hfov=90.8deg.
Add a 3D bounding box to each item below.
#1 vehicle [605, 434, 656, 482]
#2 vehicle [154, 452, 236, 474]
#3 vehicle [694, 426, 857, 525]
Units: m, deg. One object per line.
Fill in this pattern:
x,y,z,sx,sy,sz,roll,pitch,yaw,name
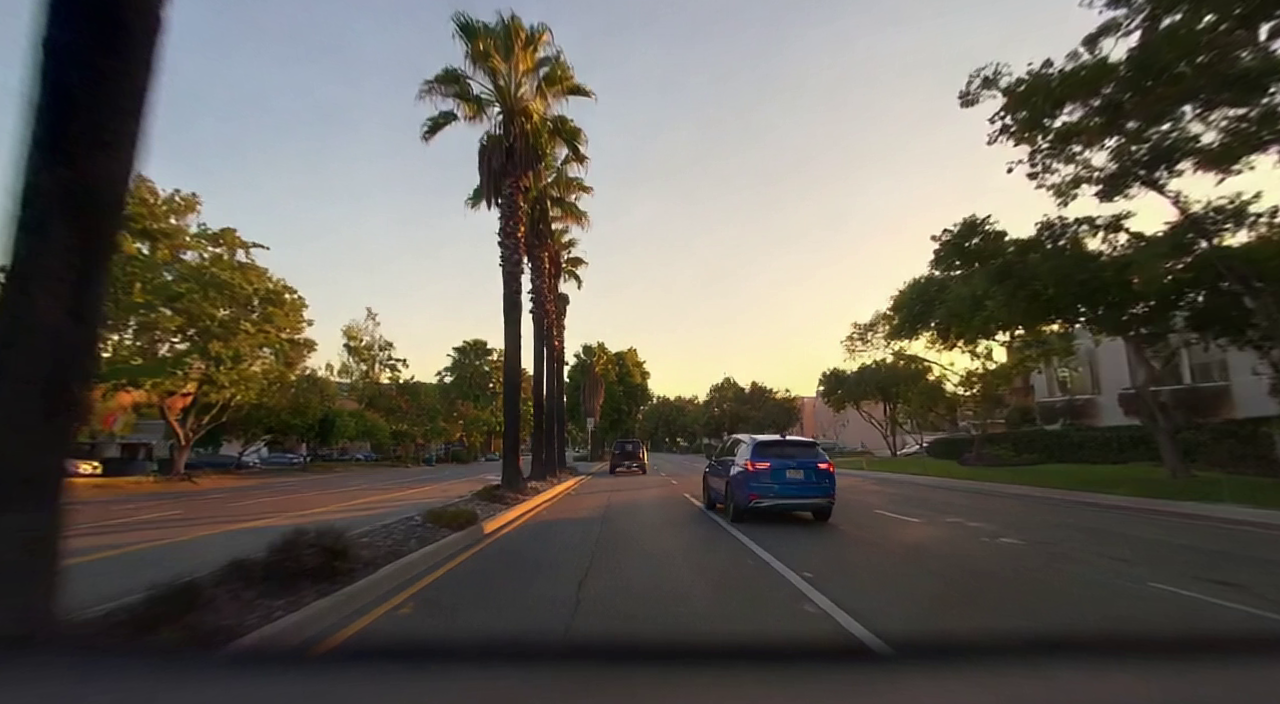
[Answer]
-0.395,4.415,26.615,1.981,1.854,3.983,0,-8,-1,vehicle
-31.816,7.930,45.262,4.404,1.487,1.868,0,-8,-3,vehicle
2.551,2.472,13.196,2.239,1.693,4.301,0,-8,-3,vehicle
